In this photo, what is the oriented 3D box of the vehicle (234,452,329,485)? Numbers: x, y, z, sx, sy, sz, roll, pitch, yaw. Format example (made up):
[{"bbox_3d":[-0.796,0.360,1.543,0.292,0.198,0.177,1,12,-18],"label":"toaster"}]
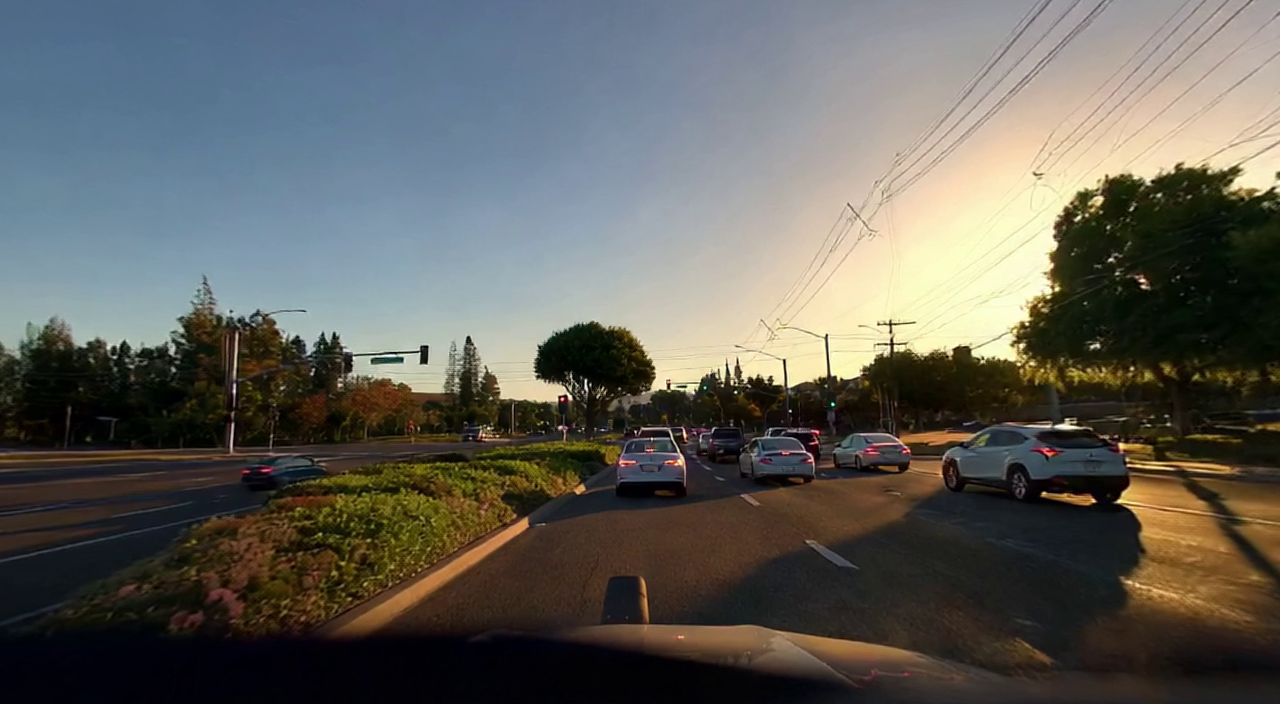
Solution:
[{"bbox_3d":[-17.349,5.632,30.777,1.986,1.404,4.177,-1,-8,4],"label":"vehicle"}]

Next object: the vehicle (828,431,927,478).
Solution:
[{"bbox_3d":[8.181,3.580,22.235,1.905,1.483,4.469,-1,-8,2],"label":"vehicle"}]

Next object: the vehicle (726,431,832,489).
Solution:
[{"bbox_3d":[3.826,3.068,18.232,2.028,1.454,4.531,0,-8,0],"label":"vehicle"}]

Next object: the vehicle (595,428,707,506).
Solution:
[{"bbox_3d":[0.244,2.597,14.660,2.208,1.498,4.401,0,-8,1],"label":"vehicle"}]

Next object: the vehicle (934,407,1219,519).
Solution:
[{"bbox_3d":[8.306,2.186,12.856,2.195,1.802,5.051,0,-8,1],"label":"vehicle"}]
